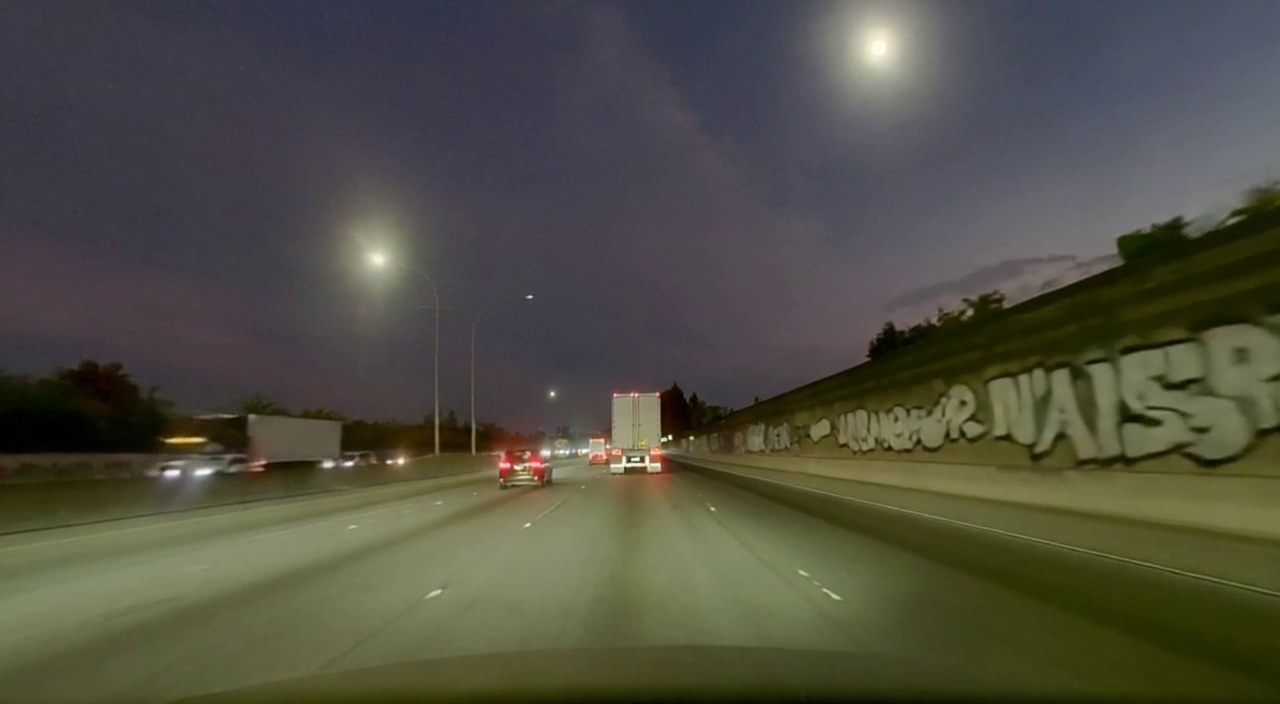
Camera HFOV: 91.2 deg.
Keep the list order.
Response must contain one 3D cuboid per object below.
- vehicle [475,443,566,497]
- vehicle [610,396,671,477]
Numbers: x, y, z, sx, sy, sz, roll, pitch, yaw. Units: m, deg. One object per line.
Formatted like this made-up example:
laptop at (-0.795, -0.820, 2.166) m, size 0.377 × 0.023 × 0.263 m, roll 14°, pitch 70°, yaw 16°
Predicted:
vehicle at (-3.725, 3.760, 20.339) m, size 2.158 × 1.538 × 4.047 m, roll 0°, pitch -9°, yaw 0°
vehicle at (-0.067, 5.104, 37.132) m, size 3.042 × 4.023 × 10.832 m, roll 0°, pitch -9°, yaw -1°
